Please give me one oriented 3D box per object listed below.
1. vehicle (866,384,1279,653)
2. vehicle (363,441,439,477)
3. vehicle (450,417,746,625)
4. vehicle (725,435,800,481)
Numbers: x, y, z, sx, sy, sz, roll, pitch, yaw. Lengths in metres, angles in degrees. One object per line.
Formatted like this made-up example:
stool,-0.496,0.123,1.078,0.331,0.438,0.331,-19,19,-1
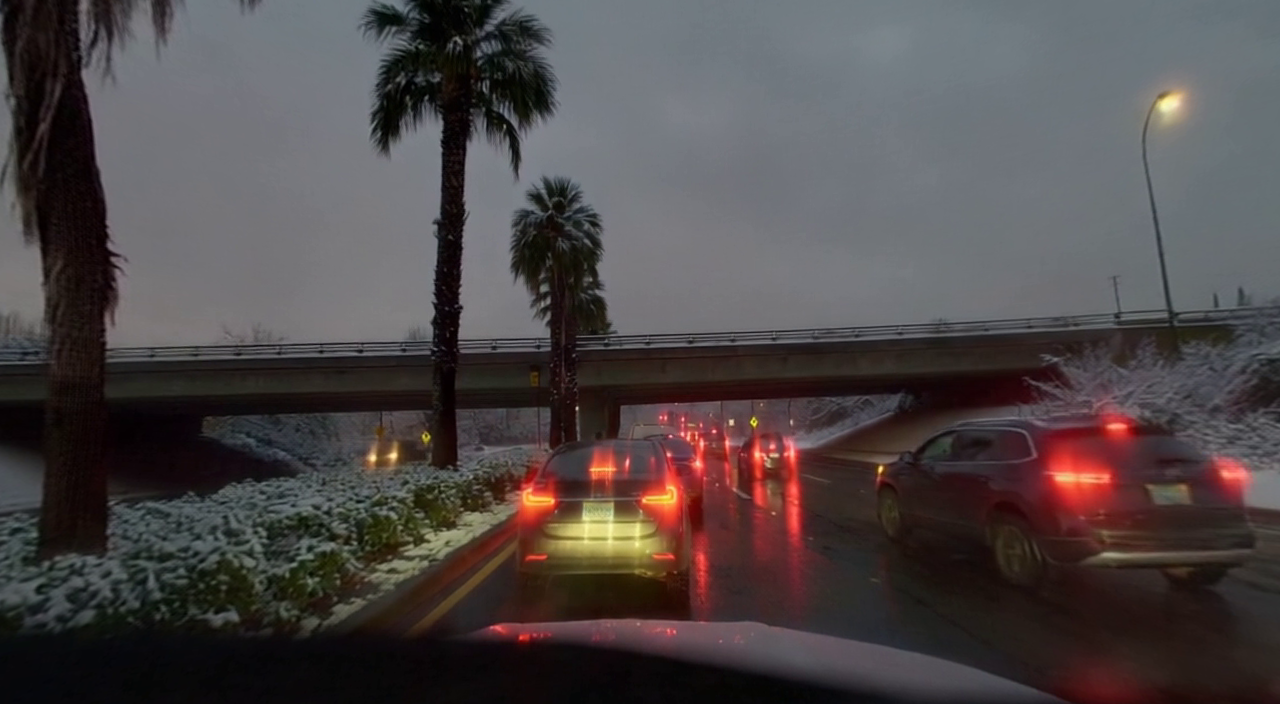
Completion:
vehicle,4.151,1.350,6.222,2.149,1.609,4.807,0,-9,2
vehicle,-11.967,5.367,31.755,2.084,1.704,4.485,0,-8,-1
vehicle,-0.258,1.544,6.690,2.172,1.506,4.018,0,-9,2
vehicle,4.455,3.923,23.541,2.034,1.517,4.840,0,-9,3
